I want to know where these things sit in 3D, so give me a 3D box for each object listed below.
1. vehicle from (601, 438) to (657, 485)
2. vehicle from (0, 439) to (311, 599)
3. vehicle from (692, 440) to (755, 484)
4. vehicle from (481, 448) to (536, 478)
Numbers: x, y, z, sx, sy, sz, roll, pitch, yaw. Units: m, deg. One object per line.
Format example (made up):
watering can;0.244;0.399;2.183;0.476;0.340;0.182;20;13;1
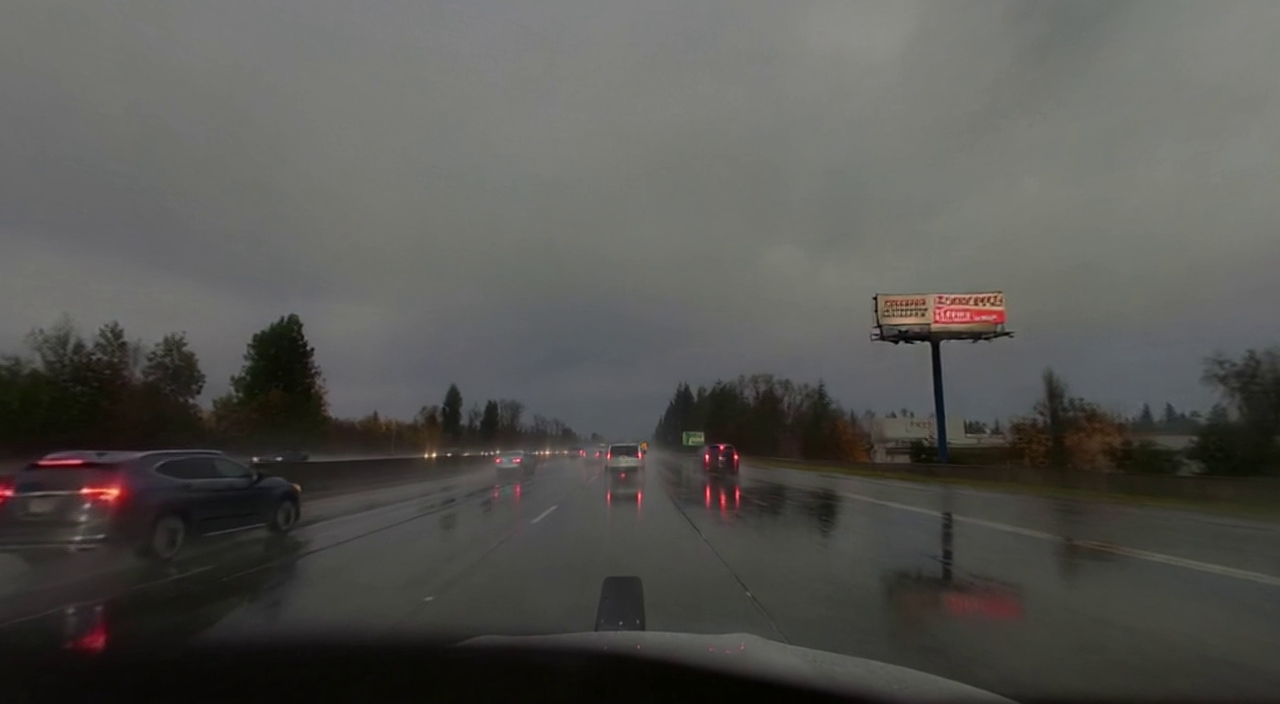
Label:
vehicle;-0.447;4.517;26.348;2.127;1.749;4.776;0;-9;-1
vehicle;-6.640;1.957;8.427;1.918;1.509;4.736;0;-9;0
vehicle;3.436;4.631;26.859;1.925;1.716;4.378;0;-9;-2
vehicle;-7.019;5.934;34.022;1.892;1.468;4.792;0;-9;0
